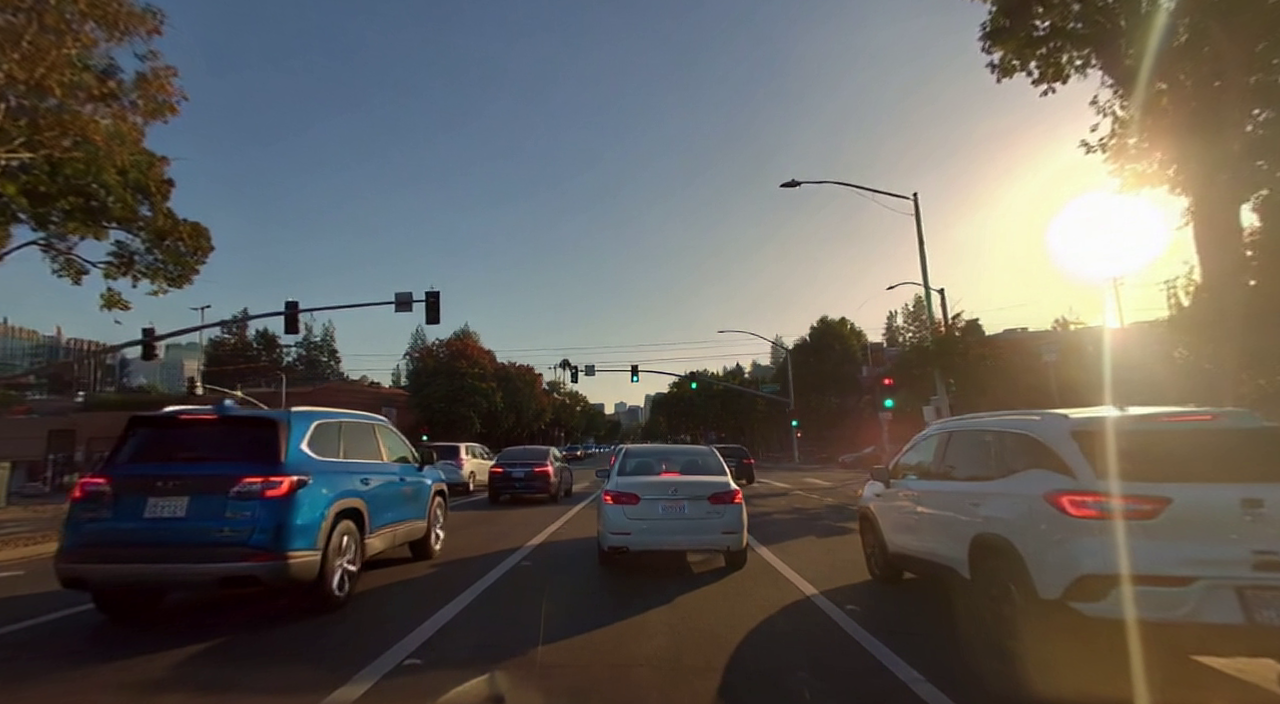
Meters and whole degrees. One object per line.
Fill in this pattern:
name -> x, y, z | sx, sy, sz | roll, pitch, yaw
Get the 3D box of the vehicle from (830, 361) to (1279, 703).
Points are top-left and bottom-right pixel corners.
vehicle -> 3.129, 1.236, 4.929 | 1.880, 1.747, 4.500 | 0, -8, 1

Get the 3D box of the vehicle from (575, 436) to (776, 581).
vehicle -> 0.328, 1.895, 8.437 | 2.051, 1.460, 3.932 | 0, -8, -1

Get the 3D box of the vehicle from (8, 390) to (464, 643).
vehicle -> -3.455, 1.470, 6.632 | 1.889, 1.767, 4.289 | 0, -8, 1

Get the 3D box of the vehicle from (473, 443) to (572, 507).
vehicle -> -3.059, 3.267, 17.226 | 1.868, 1.516, 4.114 | 0, -8, 1
